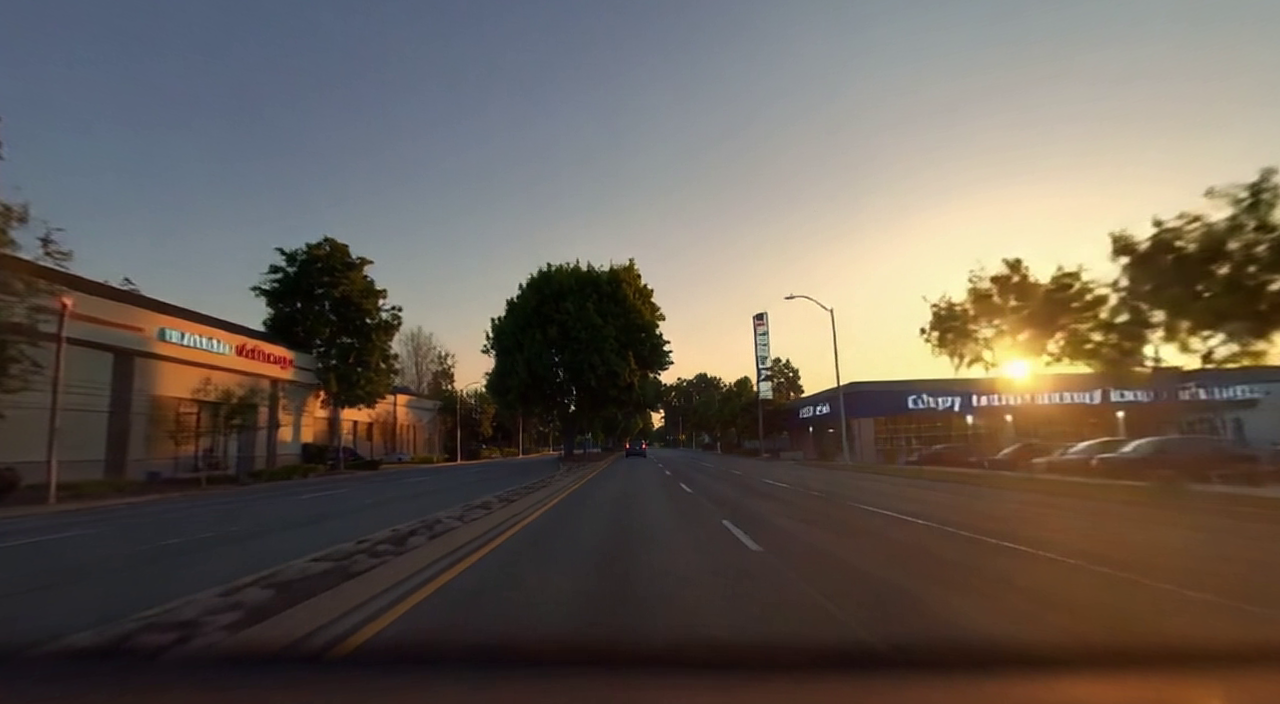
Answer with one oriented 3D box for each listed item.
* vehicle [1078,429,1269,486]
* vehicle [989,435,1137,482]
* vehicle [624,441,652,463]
[{"bbox_3d":[18.856,3.743,22.525,4.739,1.916,2.136,0,-8,1],"label":"vehicle"},{"bbox_3d":[18.391,4.644,27.650,4.904,1.924,2.095,1,-8,-1],"label":"vehicle"},{"bbox_3d":[-0.163,7.865,49.784,2.095,1.647,4.205,0,-8,-1],"label":"vehicle"}]
